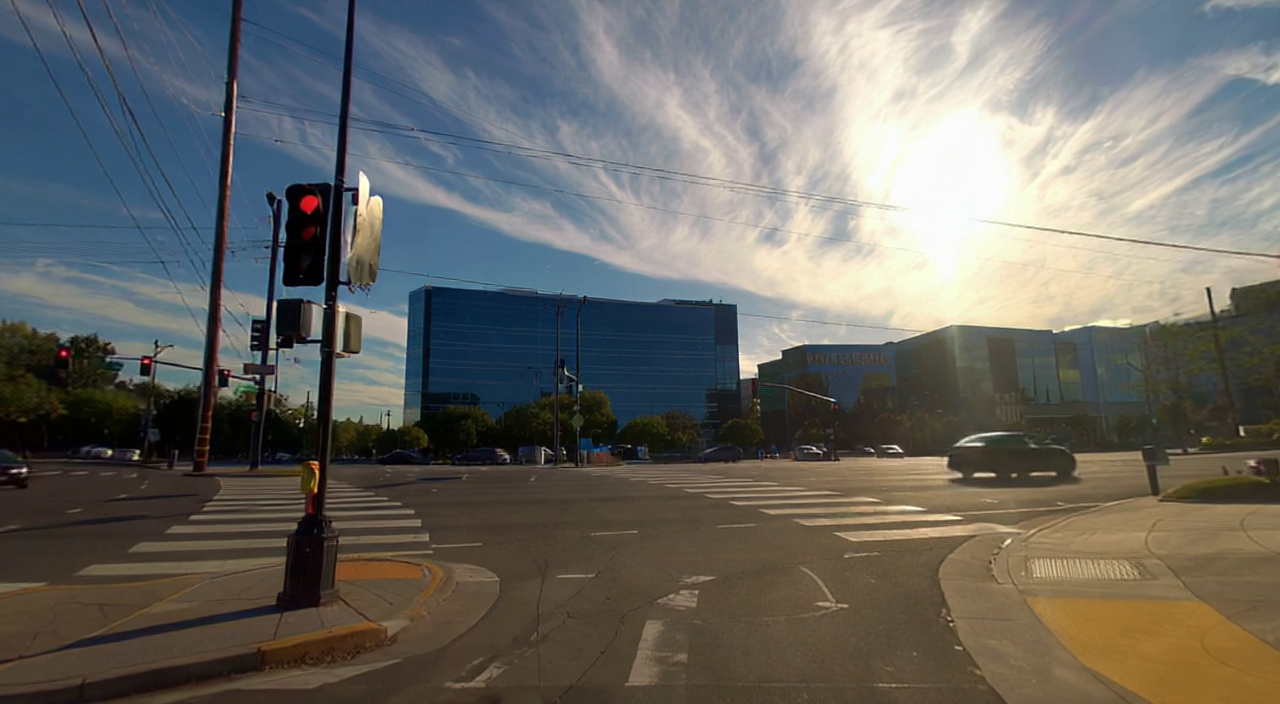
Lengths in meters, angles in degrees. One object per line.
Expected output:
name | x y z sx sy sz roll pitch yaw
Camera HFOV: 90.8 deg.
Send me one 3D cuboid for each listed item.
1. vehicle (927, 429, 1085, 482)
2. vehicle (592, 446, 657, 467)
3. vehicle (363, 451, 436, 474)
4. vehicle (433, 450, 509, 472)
vehicle | 12.409 3.493 21.492 4.530 1.648 2.075 3 -9 -19
vehicle | -1.145 7.551 45.814 4.391 1.451 1.717 4 -9 -26
vehicle | -17.177 7.855 45.117 4.623 1.471 1.805 4 -9 -25
vehicle | -11.802 7.560 44.133 4.837 1.407 1.818 4 -9 -26
